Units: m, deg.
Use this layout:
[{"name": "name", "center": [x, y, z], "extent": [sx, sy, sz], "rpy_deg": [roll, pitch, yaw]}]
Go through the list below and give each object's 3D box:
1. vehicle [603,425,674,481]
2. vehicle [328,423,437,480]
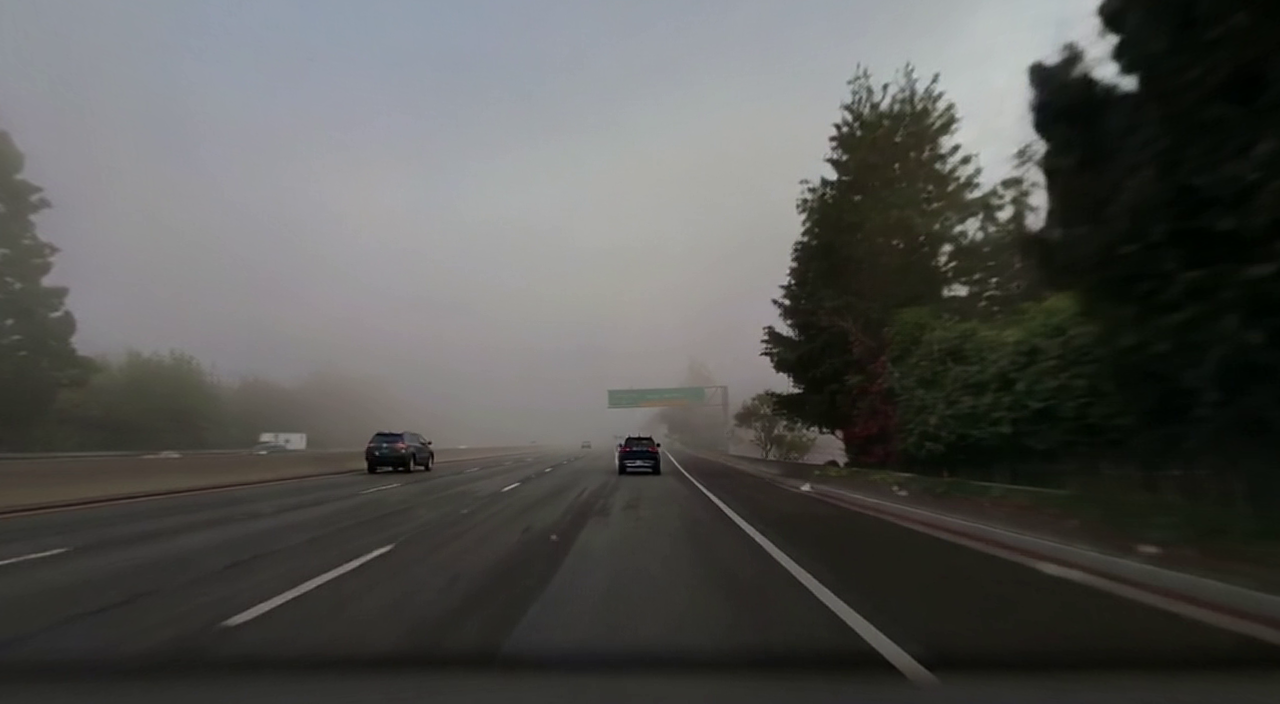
[{"name": "vehicle", "center": [-0.060, 3.974, 25.011], "extent": [2.497, 1.957, 5.432], "rpy_deg": [0, -9, 0]}, {"name": "vehicle", "center": [-9.829, 3.866, 24.708], "extent": [2.289, 1.955, 5.147], "rpy_deg": [1, -9, -3]}]
